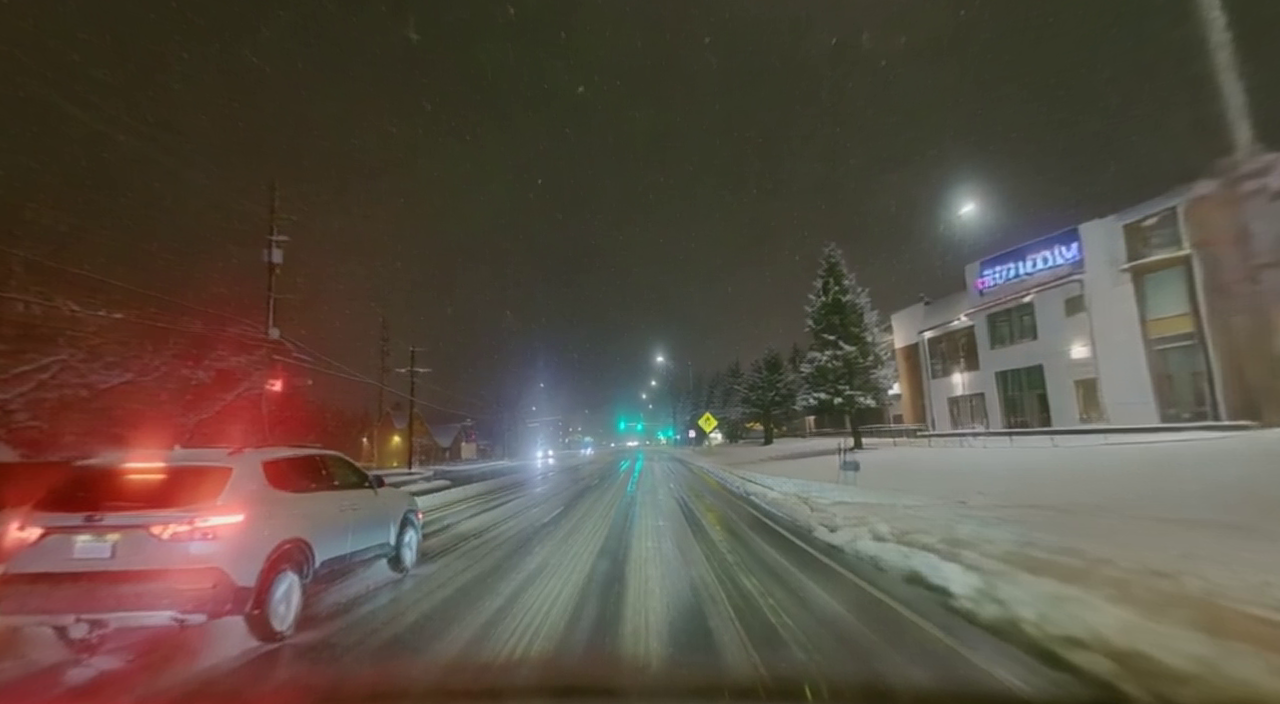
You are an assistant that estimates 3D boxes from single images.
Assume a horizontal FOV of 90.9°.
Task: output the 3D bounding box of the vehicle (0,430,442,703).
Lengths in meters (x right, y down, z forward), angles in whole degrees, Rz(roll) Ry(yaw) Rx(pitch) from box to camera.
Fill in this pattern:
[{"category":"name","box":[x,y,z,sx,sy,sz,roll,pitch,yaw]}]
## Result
[{"category":"vehicle","box":[-3.474,1.470,5.389,1.972,1.490,4.591,0,-8,1]}]
